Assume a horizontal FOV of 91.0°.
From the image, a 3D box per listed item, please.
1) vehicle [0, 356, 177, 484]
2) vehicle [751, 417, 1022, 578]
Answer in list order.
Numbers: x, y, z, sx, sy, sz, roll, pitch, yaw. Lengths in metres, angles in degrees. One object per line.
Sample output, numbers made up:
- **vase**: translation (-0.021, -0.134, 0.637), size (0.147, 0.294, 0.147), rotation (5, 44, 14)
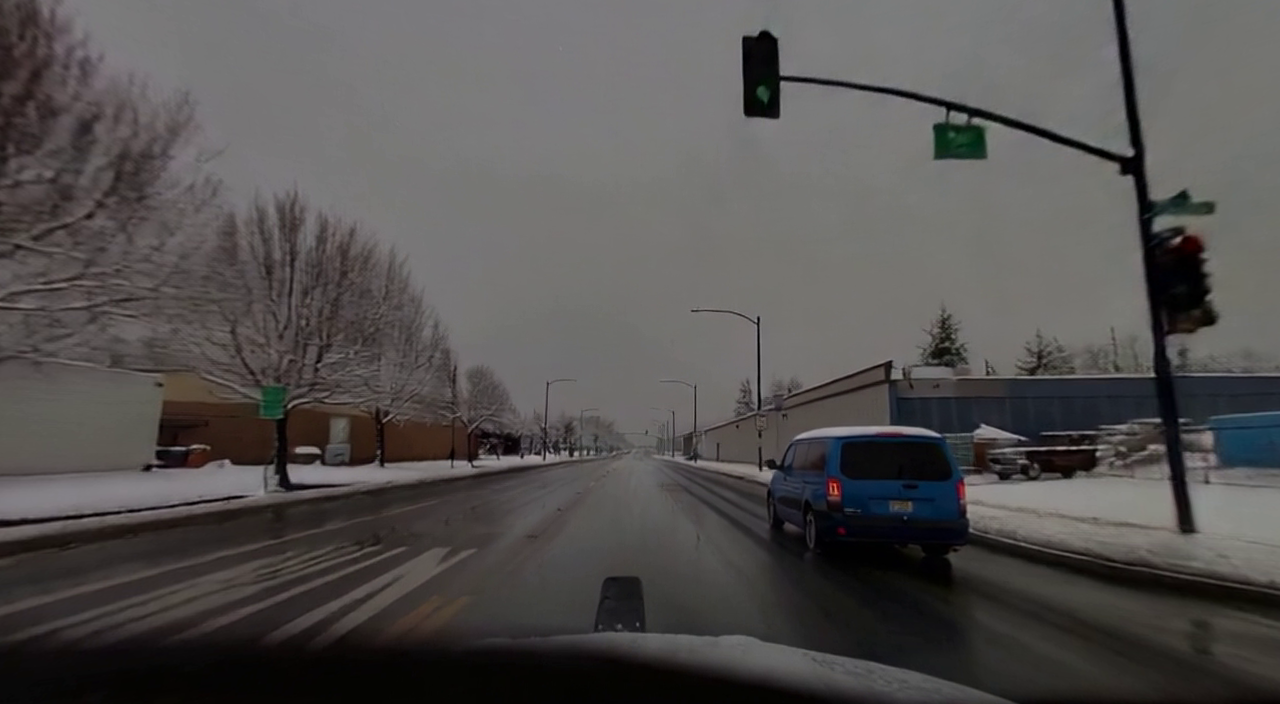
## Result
- **vehicle**: translation (-20.314, 2.463, 21.212), size (3.337, 3.644, 7.945), rotation (1, -10, -1)
- **vehicle**: translation (3.316, 2.091, 9.829), size (2.202, 1.822, 4.826), rotation (1, -9, -1)
